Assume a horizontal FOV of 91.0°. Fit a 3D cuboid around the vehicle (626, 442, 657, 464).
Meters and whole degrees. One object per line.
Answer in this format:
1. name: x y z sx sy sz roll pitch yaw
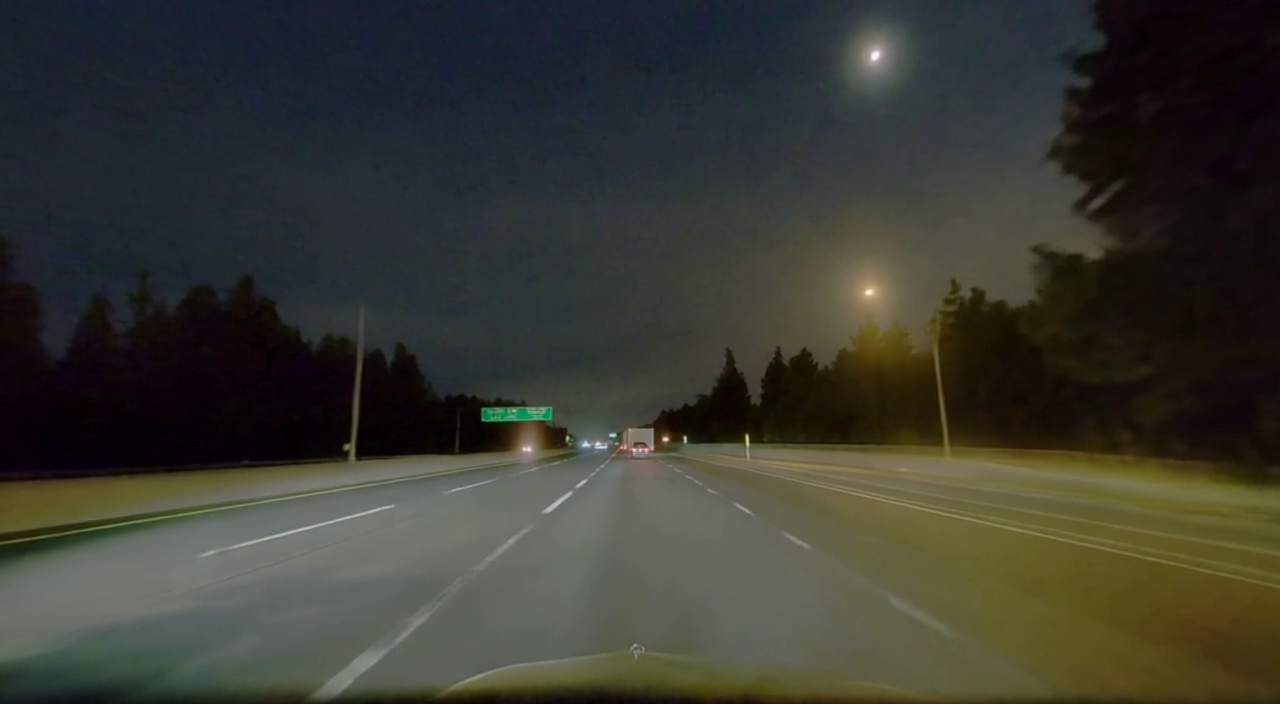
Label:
1. vehicle: 0.098 6.942 43.353 2.028 1.440 3.690 0 -8 -1
